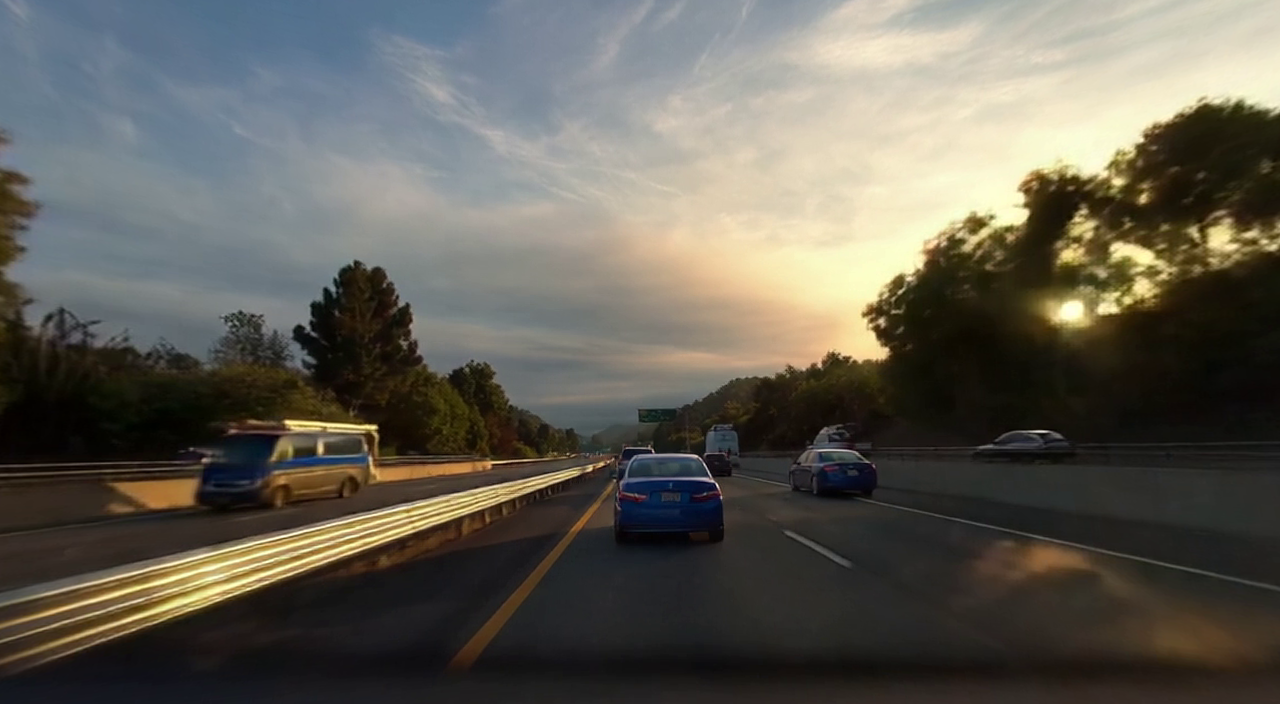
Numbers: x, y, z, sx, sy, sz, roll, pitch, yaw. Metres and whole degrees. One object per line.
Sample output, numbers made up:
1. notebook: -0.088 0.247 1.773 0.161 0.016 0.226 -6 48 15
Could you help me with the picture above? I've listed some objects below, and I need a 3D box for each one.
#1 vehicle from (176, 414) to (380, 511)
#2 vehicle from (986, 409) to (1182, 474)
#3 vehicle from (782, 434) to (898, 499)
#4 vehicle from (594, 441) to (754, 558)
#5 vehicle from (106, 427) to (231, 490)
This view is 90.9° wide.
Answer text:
1. vehicle: -12.346 3.889 22.646 2.580 2.814 7.896 0 -9 0
2. vehicle: 31.482 6.684 46.223 2.822 3.996 14.073 1 -9 -6
3. vehicle: 6.260 3.663 20.429 2.177 1.827 4.565 0 -9 -1
4. vehicle: 0.446 2.216 10.120 2.076 1.485 3.774 0 -9 0
5. vehicle: -33.568 7.567 45.397 2.902 3.981 7.819 -3 -8 0
